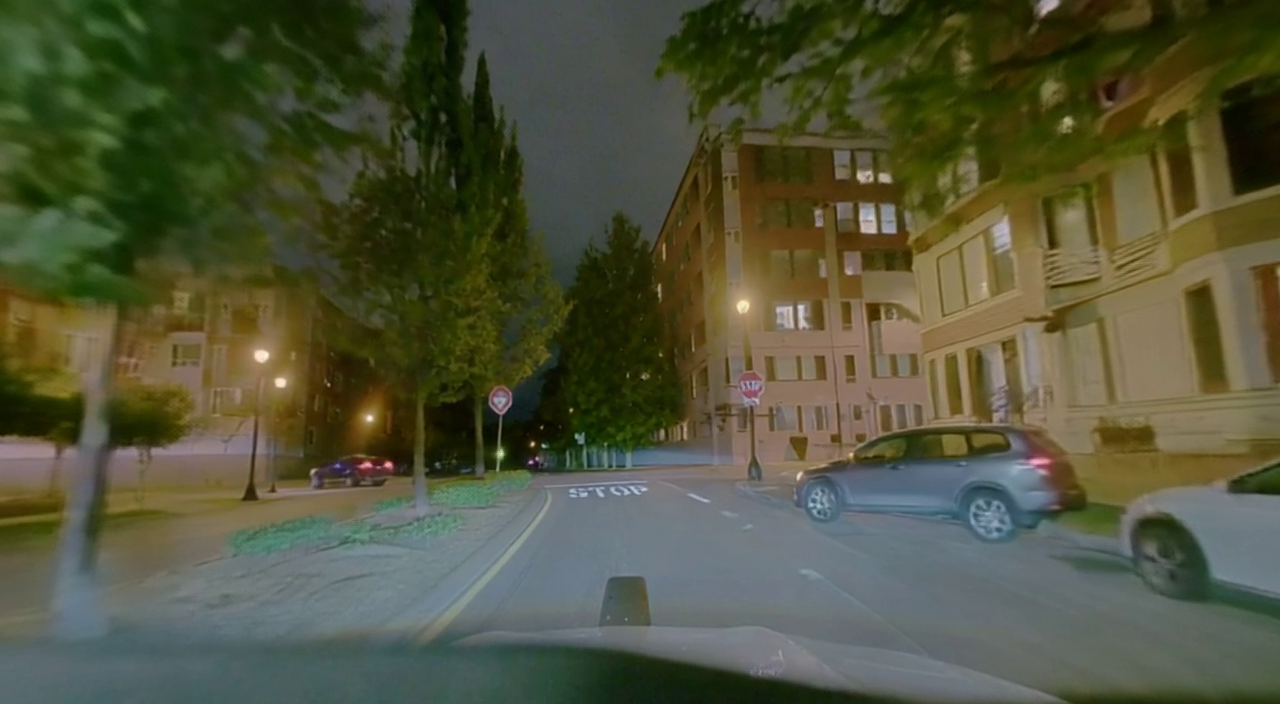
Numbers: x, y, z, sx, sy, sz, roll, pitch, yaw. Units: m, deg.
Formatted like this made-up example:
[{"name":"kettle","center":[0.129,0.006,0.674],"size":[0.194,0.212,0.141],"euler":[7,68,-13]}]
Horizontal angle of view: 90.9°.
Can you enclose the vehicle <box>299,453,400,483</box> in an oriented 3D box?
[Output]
[{"name":"vehicle","center":[-16.073,6.407,34.995],"size":[4.654,1.503,1.951],"euler":[0,-8,4]}]

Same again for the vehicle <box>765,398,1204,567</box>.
[{"name":"vehicle","center":[4.023,1.639,8.472],"size":[2.065,1.529,4.709],"euler":[1,-10,-26]}]

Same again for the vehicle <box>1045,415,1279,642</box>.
[{"name":"vehicle","center":[5.000,1.092,3.769],"size":[1.758,1.454,5.088],"euler":[0,-8,0]}]

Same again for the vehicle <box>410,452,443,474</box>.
[{"name":"vehicle","center":[-16.353,8.525,48.459],"size":[2.027,1.475,4.522],"euler":[3,-8,-14]}]
